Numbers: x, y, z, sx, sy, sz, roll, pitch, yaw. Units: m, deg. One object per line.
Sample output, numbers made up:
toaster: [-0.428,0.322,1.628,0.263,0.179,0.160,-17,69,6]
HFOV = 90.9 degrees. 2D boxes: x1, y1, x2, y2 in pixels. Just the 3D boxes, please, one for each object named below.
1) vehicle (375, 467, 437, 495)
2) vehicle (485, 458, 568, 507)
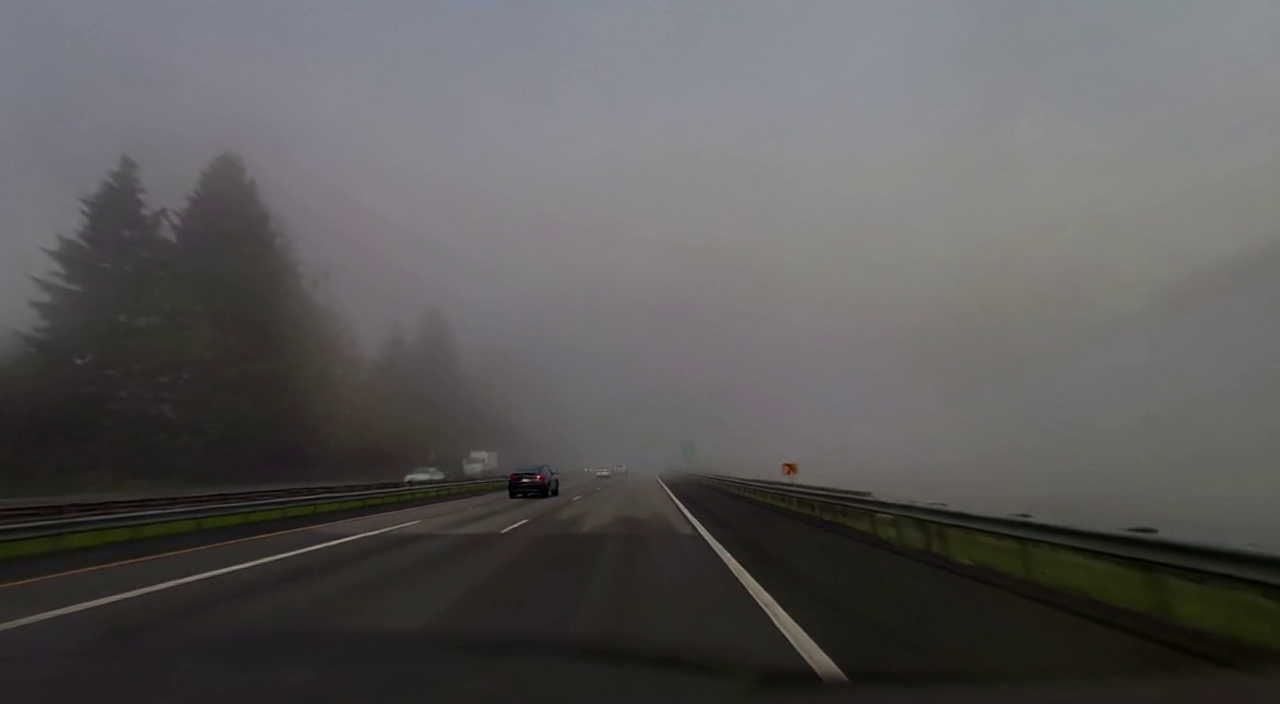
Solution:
vehicle: [-12.984,7.185,35.244,1.789,1.404,4.089,0,-10,1]
vehicle: [-3.841,4.541,22.143,2.043,1.486,4.442,0,-10,1]
